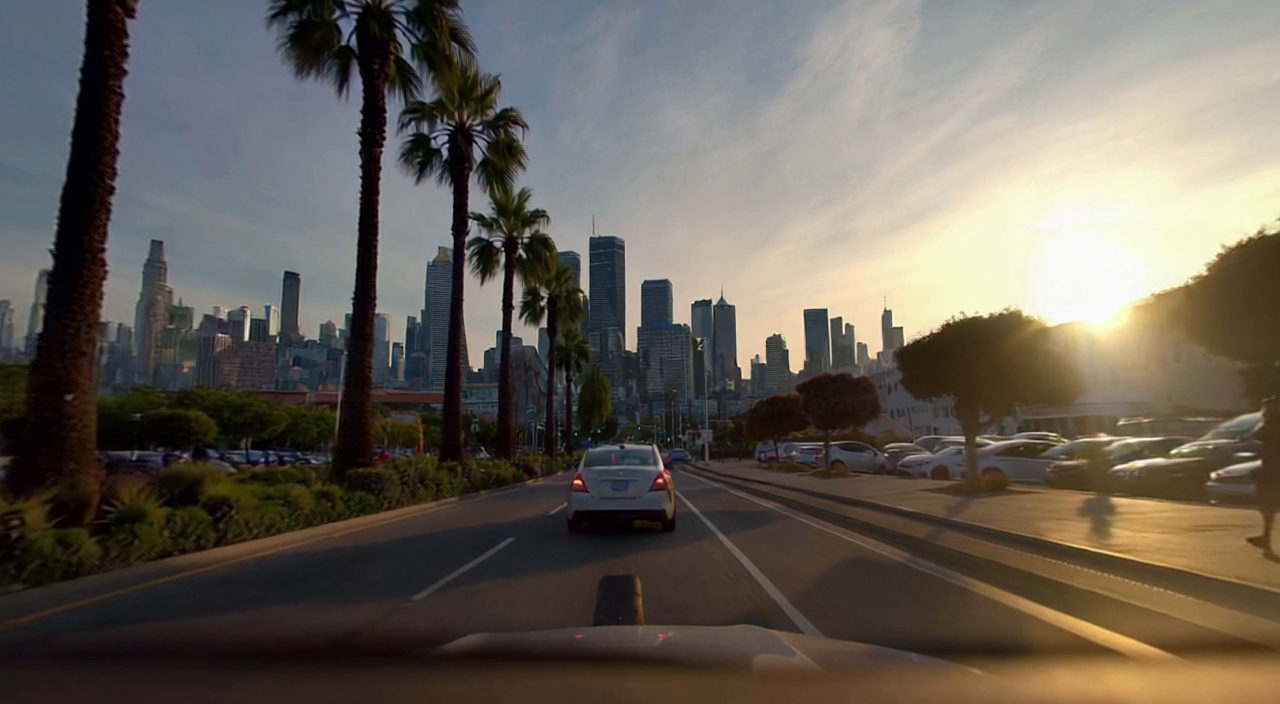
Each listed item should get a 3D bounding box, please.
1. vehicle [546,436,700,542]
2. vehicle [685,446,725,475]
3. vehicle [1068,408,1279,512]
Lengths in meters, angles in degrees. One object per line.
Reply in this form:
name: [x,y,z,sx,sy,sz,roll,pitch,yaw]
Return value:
vehicle: [-0.240,2.288,11.158,2.235,1.528,3.876,0,-9,0]
vehicle: [4.317,7.270,42.452,2.136,1.774,4.778,0,-9,0]
vehicle: [12.914,2.262,13.657,5.301,1.962,2.431,-3,-8,4]
